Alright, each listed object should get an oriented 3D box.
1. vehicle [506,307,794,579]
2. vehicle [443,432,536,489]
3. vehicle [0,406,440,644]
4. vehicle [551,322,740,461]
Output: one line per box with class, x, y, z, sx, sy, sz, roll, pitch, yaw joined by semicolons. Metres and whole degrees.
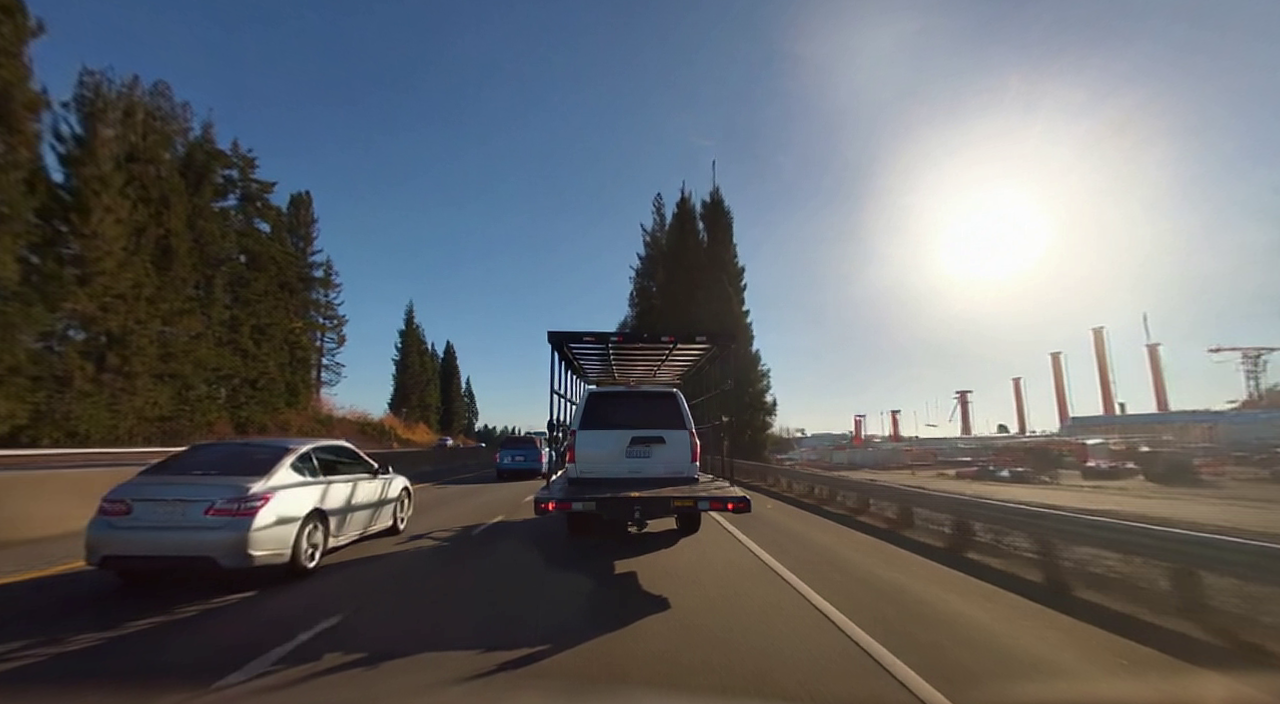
vehicle;-0.186;1.626;11.312;2.735;2.597;10.435;1;-9;-3
vehicle;-4.816;3.547;20.950;2.057;1.665;4.572;0;-9;-1
vehicle;-3.951;1.485;6.597;2.155;1.513;4.964;0;-9;-1
vehicle;-0.057;0.797;9.622;2.156;1.604;4.680;0;-9;-3
